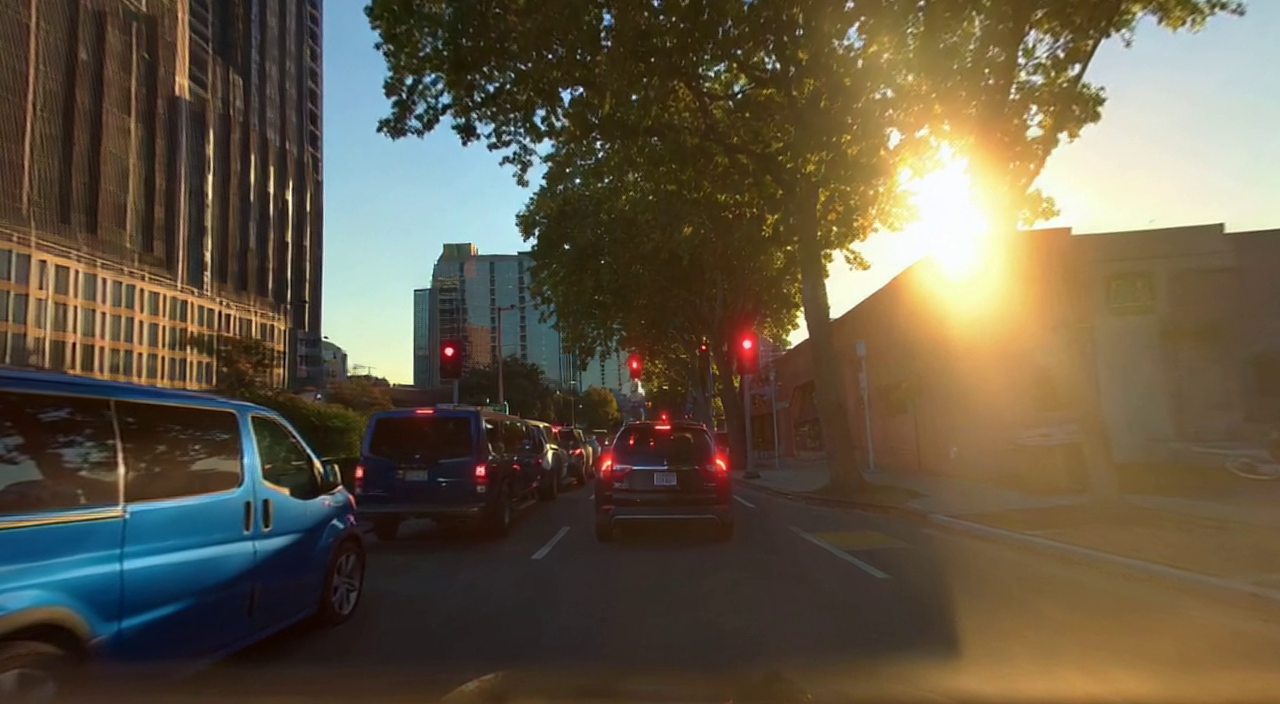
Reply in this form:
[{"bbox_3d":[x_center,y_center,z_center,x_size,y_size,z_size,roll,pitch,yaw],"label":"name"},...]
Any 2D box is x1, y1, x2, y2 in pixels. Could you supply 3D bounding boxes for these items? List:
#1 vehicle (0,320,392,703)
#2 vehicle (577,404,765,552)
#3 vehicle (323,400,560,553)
[{"bbox_3d":[-3.173,0.973,3.590,1.940,1.722,3.823,0,-8,0],"label":"vehicle"},{"bbox_3d":[0.370,1.770,9.439,2.205,1.727,3.917,0,-8,0],"label":"vehicle"},{"bbox_3d":[-2.642,1.811,9.806,2.124,1.799,4.587,0,-8,1],"label":"vehicle"}]
